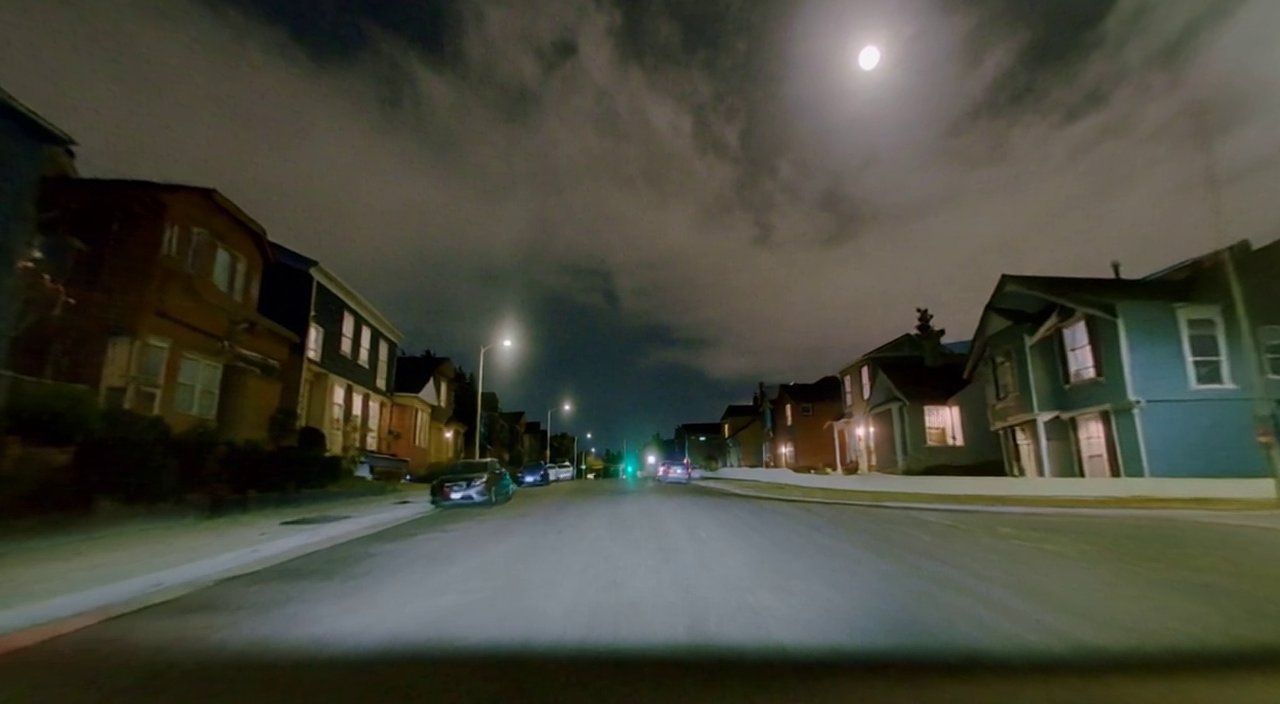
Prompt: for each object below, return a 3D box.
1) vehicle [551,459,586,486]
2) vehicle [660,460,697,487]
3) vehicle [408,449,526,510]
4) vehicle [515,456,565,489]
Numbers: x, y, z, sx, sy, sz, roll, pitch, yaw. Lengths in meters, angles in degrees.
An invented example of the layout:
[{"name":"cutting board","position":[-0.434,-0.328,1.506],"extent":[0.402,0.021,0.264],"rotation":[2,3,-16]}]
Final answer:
[{"name":"vehicle","position":[-4.999,8.474,44.450],"extent":[2.089,1.508,4.537],"rotation":[2,-7,-3]},{"name":"vehicle","position":[2.344,7.540,39.358],"extent":[1.888,1.484,4.476],"rotation":[0,-9,-2]},{"name":"vehicle","position":[-4.748,3.579,18.074],"extent":[2.080,1.471,4.638],"rotation":[1,-10,-1]},{"name":"vehicle","position":[-5.103,6.219,32.763],"extent":[2.020,1.470,5.300],"rotation":[0,-8,-3]}]
